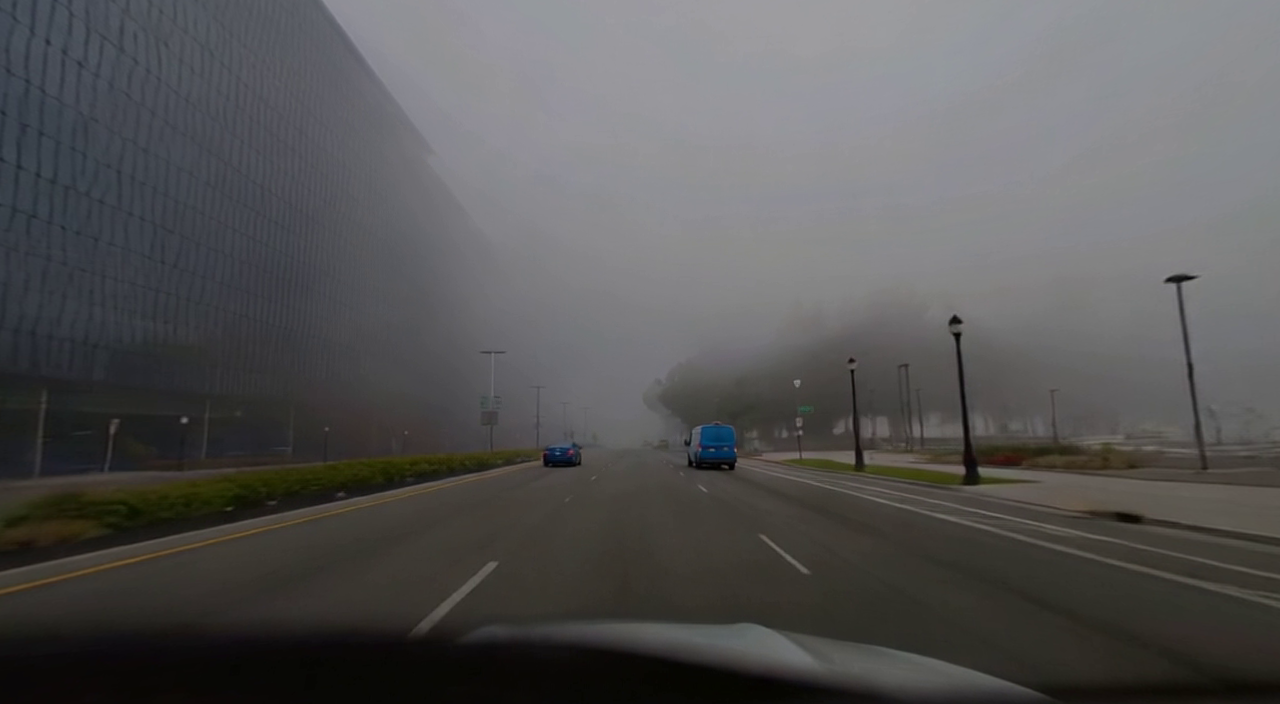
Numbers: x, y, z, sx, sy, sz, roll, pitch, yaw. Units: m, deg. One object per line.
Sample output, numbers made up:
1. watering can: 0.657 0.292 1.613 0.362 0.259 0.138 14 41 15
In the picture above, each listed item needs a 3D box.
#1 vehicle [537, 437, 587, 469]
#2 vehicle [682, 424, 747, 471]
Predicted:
1. vehicle: -3.711 4.904 30.756 1.864 1.464 4.195 0 -8 1
2. vehicle: 3.226 4.275 28.279 2.200 1.914 5.145 0 -8 -1
